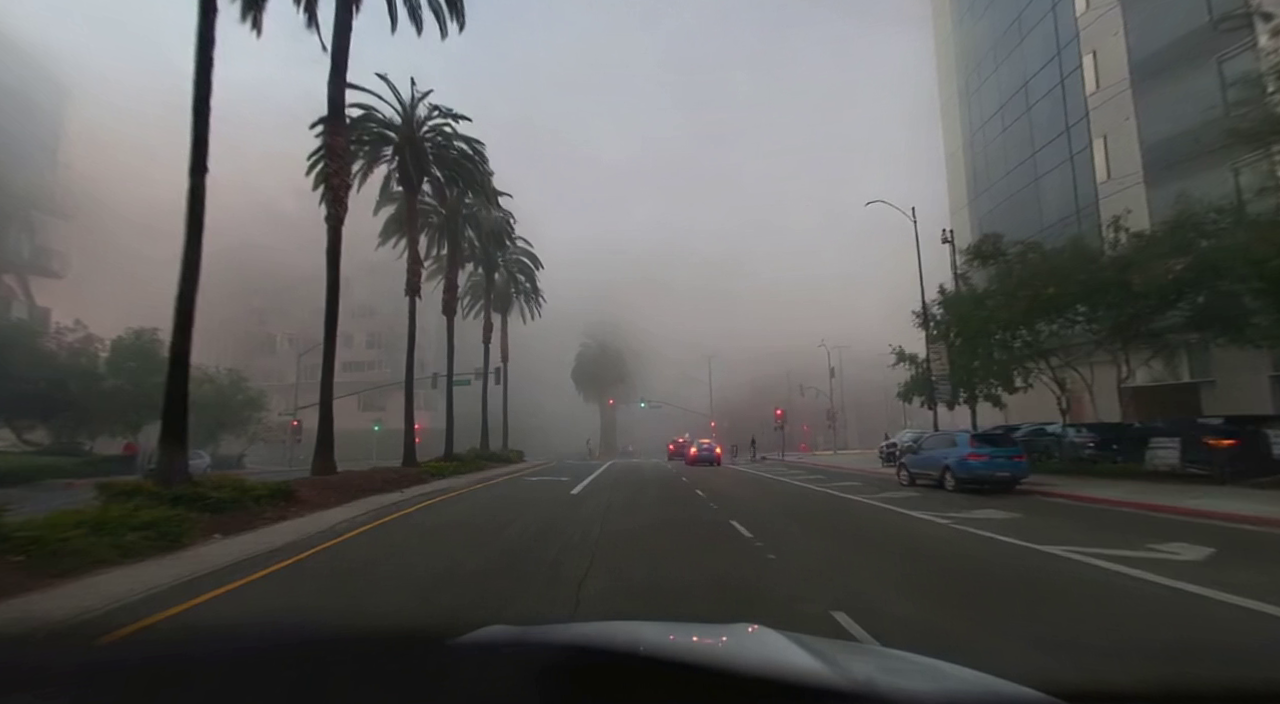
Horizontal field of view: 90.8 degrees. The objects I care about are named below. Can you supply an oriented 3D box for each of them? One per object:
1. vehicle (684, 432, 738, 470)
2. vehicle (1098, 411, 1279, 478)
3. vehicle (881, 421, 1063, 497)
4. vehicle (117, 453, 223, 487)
[{"bbox_3d":[3.521,5.015,32.139,2.060,1.756,4.770,0,-9,-2],"label":"vehicle"},{"bbox_3d":[16.052,2.555,17.505,5.010,1.723,2.113,0,-9,0],"label":"vehicle"},{"bbox_3d":[8.626,2.840,17.108,2.192,1.725,4.920,0,-9,-1],"label":"vehicle"},{"bbox_3d":[-23.651,5.927,32.059,1.860,1.485,4.833,0,-9,-4],"label":"vehicle"}]
